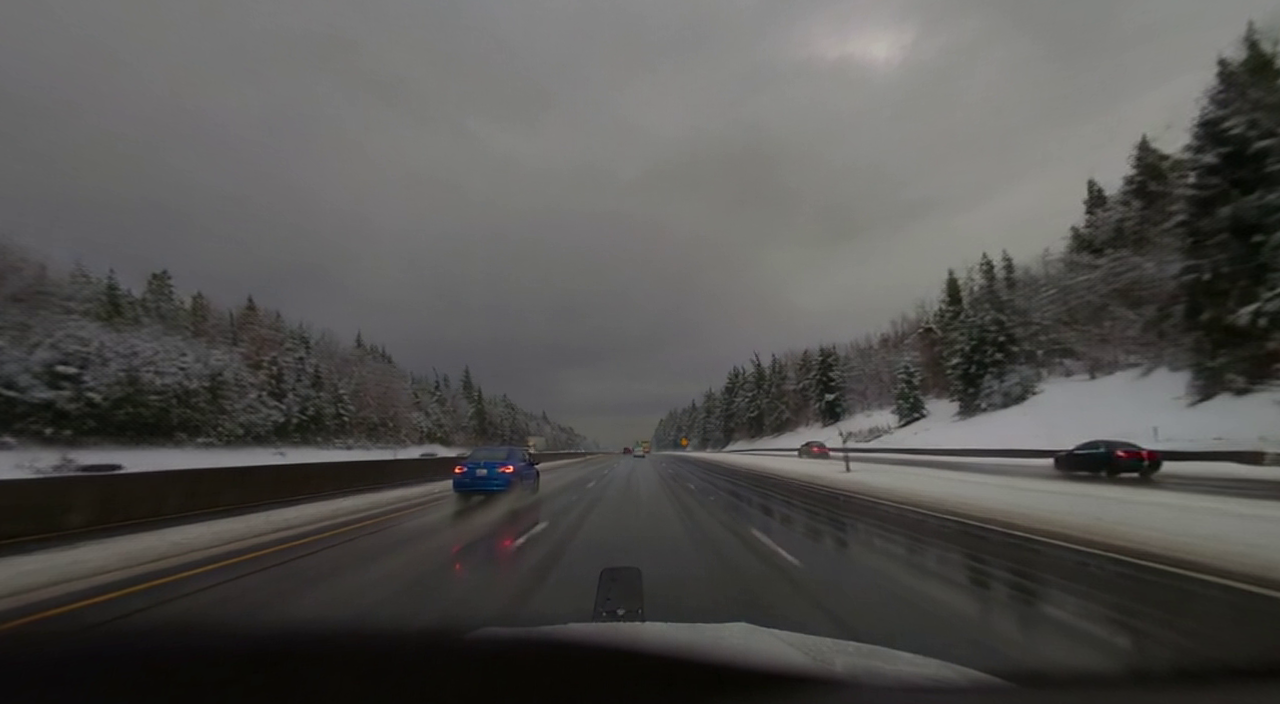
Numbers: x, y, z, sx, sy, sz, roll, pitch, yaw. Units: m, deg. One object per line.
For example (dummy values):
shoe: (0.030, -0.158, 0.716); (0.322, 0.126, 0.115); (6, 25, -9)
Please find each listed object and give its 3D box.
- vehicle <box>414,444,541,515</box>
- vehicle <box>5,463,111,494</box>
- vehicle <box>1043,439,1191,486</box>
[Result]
vehicle: (-3.733, 2.996, 15.408); (1.873, 1.438, 4.546); (-1, -9, 1)
vehicle: (-31.205, 6.763, 34.005); (1.763, 1.463, 4.259); (0, -9, -2)
vehicle: (16.282, 3.794, 21.904); (1.805, 1.427, 4.447); (-1, -9, 3)
